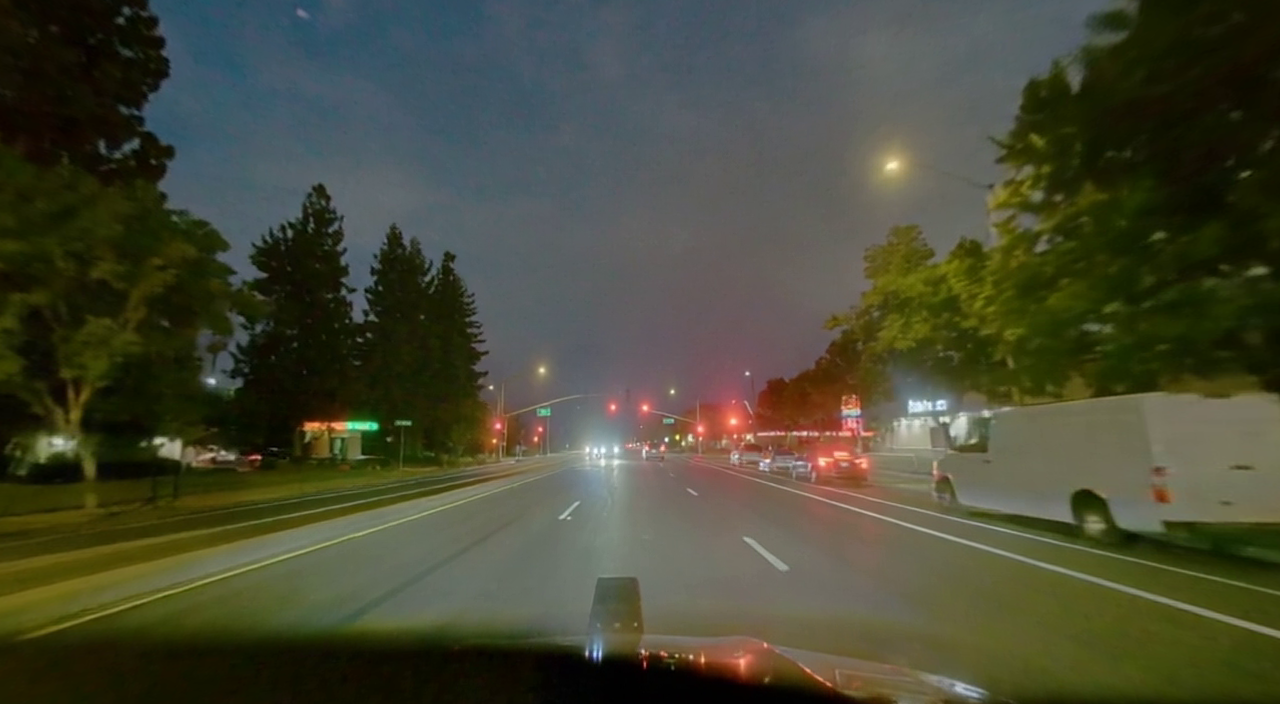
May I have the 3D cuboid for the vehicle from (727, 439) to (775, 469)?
[{"bbox_3d":[7.078,6.572,40.864,2.132,1.793,5.003,0,-8,-1],"label":"vehicle"}]

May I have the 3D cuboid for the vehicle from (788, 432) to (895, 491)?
[{"bbox_3d":[7.082,3.902,22.841,2.088,1.848,4.936,-1,-9,-2],"label":"vehicle"}]

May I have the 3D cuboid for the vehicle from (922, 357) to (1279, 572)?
[{"bbox_3d":[7.173,1.701,10.217,2.323,2.433,5.901,0,-8,-1],"label":"vehicle"}]
